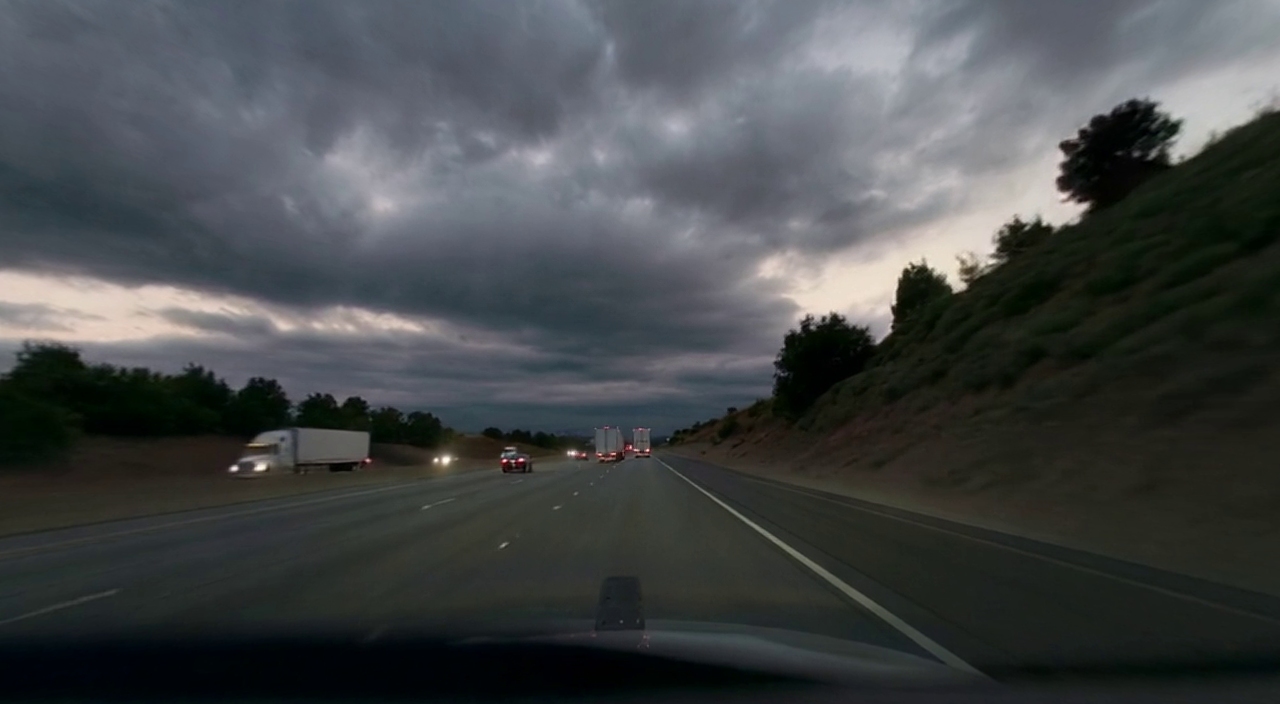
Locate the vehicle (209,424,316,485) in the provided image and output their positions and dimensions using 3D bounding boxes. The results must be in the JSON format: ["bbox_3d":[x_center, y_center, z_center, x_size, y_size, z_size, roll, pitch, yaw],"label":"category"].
[{"bbox_3d":[-23.325,6.368,39.412,2.912,3.456,5.939,0,-9,0],"label":"vehicle"}]

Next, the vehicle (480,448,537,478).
[{"bbox_3d":[-7.115,6.050,34.632,2.036,1.474,5.011,0,-9,1],"label":"vehicle"}]
